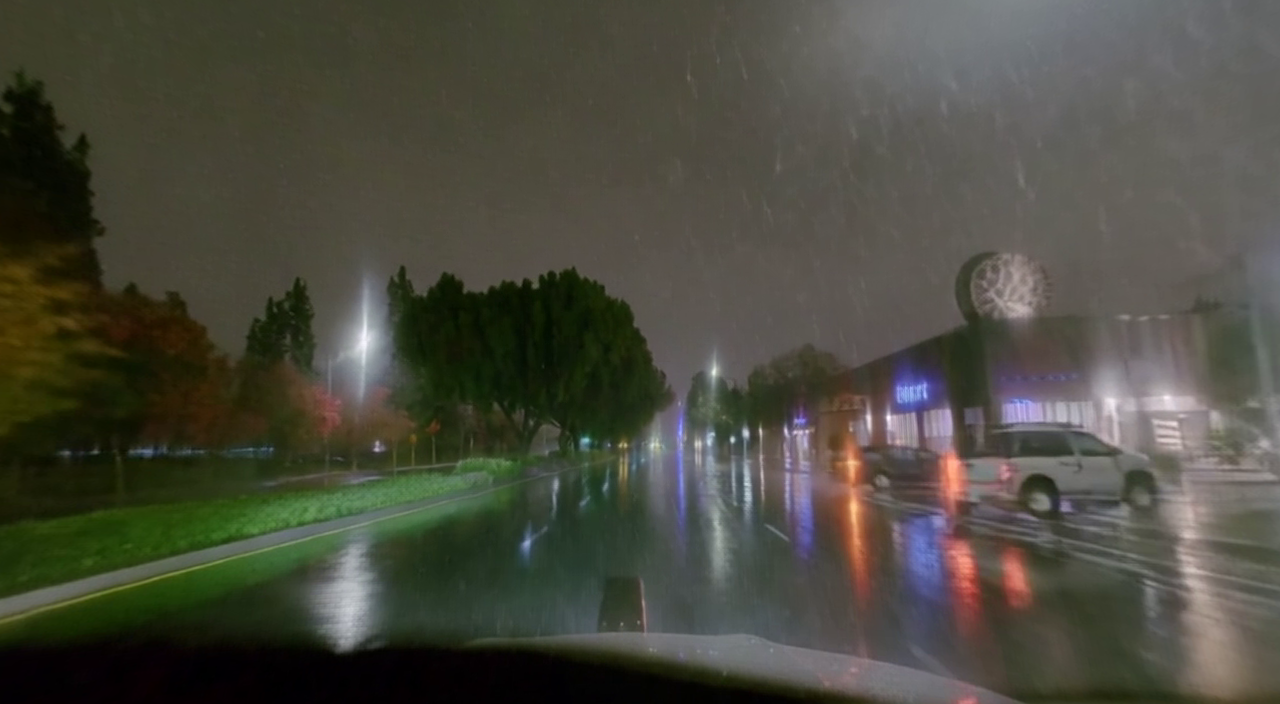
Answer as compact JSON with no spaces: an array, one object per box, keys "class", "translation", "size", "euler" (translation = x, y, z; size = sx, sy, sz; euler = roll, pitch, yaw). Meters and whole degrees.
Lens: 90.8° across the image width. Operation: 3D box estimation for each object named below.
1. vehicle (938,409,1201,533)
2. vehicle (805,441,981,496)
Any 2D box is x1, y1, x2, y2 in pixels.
[{"class":"vehicle","translation":[8.701,2.273,12.710],"size":[5.157,1.991,2.477],"euler":[5,-10,-34]},{"class":"vehicle","translation":[7.679,3.503,19.355],"size":[4.733,1.499,2.000],"euler":[-4,-9,26]}]
